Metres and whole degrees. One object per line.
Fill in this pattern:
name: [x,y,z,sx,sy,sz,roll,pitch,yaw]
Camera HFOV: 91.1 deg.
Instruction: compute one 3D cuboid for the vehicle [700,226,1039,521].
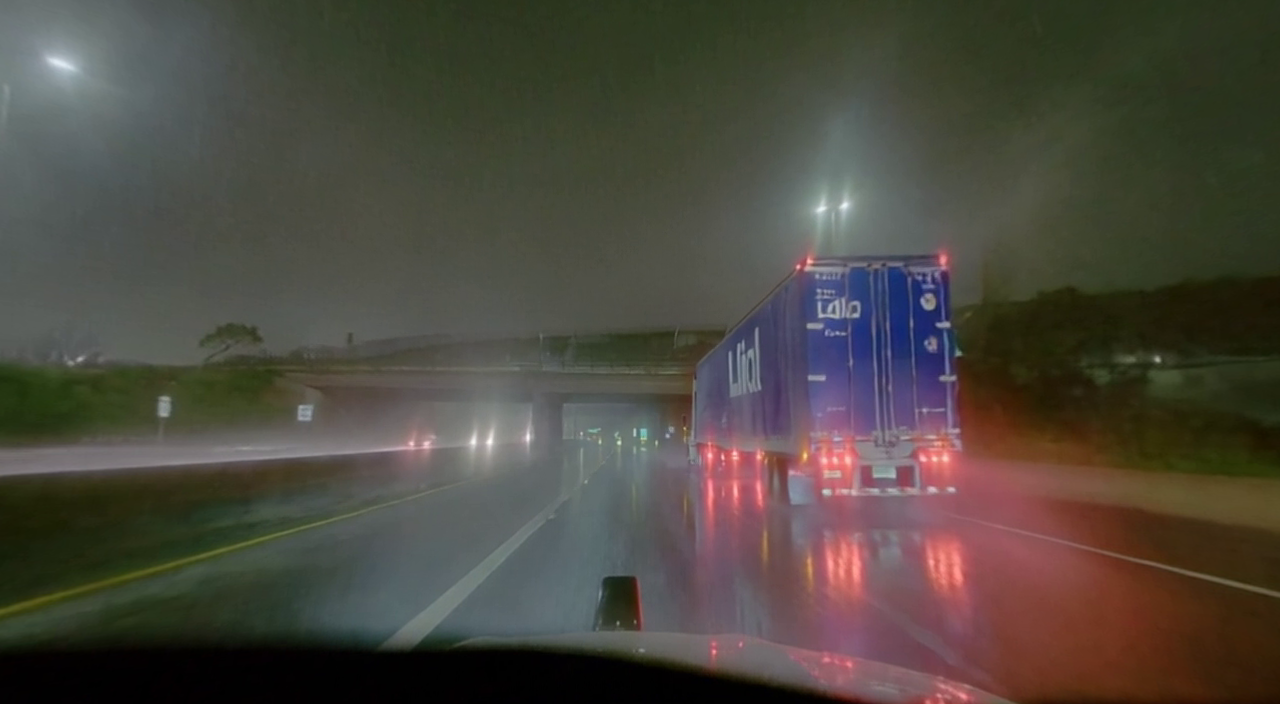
vehicle: [3.889,1.222,16.216,3.034,4.194,14.704,0,-8,-1]
